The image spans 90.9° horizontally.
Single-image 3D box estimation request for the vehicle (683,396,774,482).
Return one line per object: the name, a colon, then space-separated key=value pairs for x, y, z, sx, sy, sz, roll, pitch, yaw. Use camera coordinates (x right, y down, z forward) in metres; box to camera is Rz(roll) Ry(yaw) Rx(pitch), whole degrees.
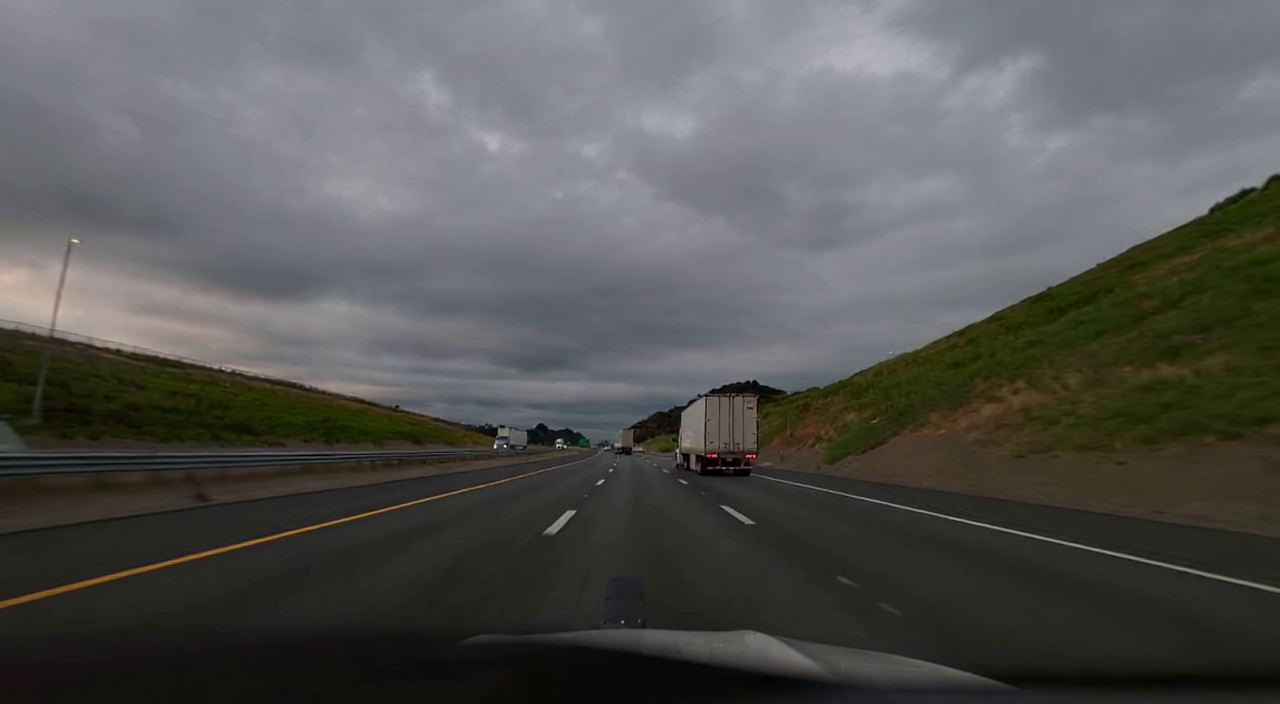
vehicle: x=4.137 y=4.586 z=32.559 sx=2.876 sy=3.586 sz=11.726 roll=0 pitch=-9 yaw=0
